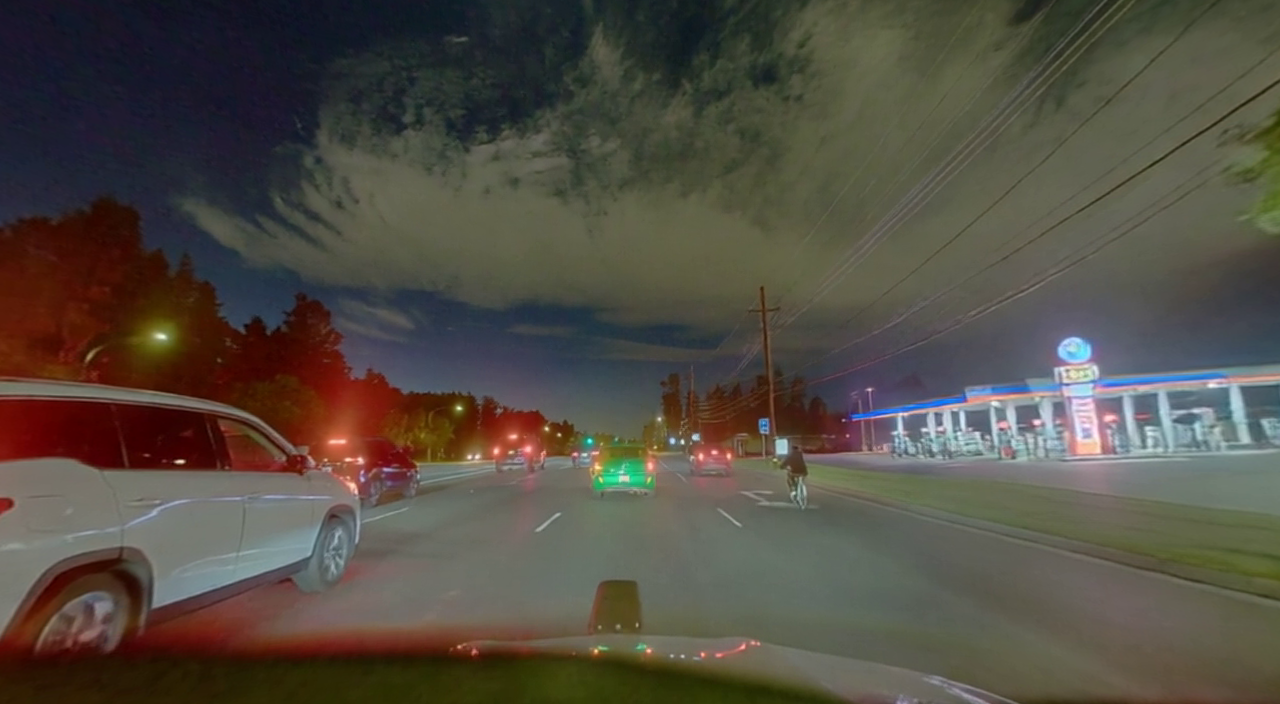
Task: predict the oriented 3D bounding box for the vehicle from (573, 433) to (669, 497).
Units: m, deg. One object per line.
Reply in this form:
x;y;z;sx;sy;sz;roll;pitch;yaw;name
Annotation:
-0.444;2.890;16.508;2.189;1.437;4.135;0;-8;0;vehicle

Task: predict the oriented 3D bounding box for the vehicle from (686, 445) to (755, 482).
3.040;4.329;24.926;2.065;1.302;4.416;0;-8;-1;vehicle

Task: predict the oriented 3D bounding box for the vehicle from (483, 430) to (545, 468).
-6.814;5.338;34.767;2.385;1.918;5.056;0;-8;0;vehicle

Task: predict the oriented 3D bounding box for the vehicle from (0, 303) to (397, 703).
-3.228;0.838;3.467;1.922;1.642;4.547;0;-8;1;vehicle
